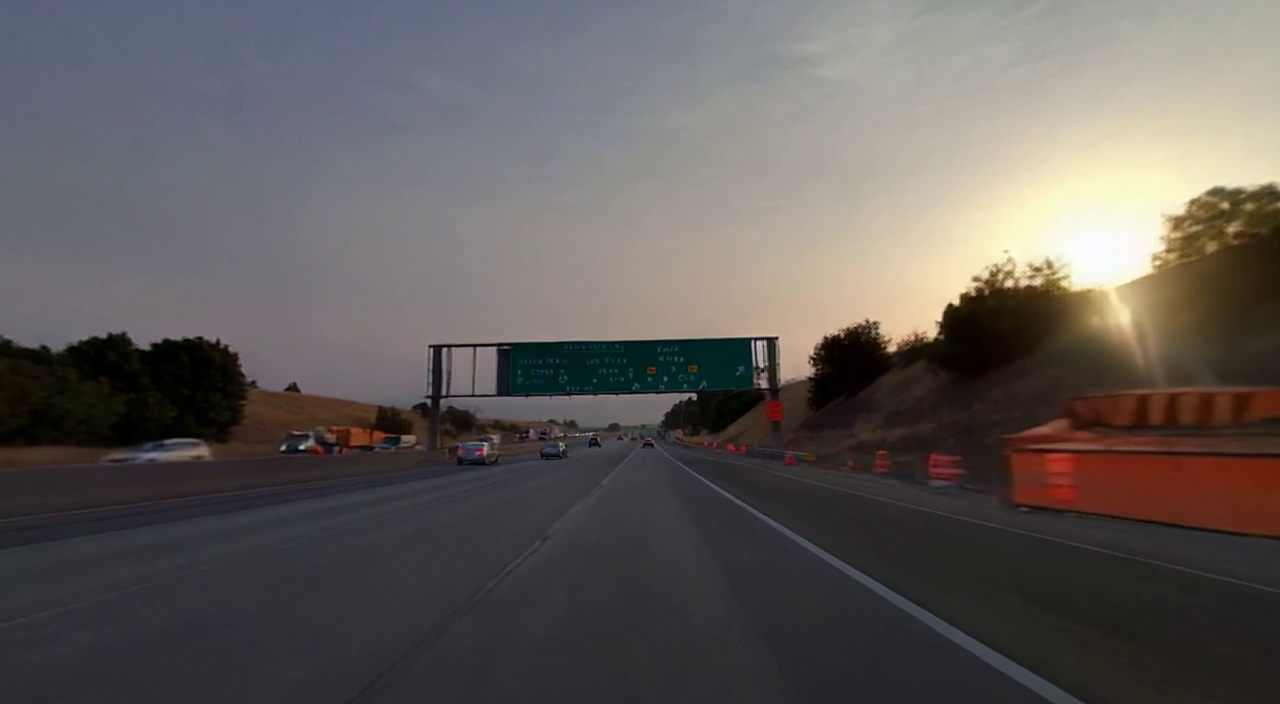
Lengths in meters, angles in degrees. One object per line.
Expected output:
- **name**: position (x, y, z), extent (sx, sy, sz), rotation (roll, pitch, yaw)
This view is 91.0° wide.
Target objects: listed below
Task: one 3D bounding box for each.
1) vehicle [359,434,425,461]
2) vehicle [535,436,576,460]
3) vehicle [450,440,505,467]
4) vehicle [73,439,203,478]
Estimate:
- **vehicle**: position (-18.603, 7.218, 47.643), extent (2.447, 1.910, 6.271), rotation (0, -8, 1)
- **vehicle**: position (-6.336, 7.307, 47.799), extent (2.402, 1.733, 4.512), rotation (0, -8, 1)
- **vehicle**: position (-9.712, 6.111, 38.044), extent (2.122, 1.511, 4.576), rotation (0, -8, 0)
- **vehicle**: position (-22.442, 4.774, 28.435), extent (2.186, 1.619, 4.359), rotation (0, -9, 1)
